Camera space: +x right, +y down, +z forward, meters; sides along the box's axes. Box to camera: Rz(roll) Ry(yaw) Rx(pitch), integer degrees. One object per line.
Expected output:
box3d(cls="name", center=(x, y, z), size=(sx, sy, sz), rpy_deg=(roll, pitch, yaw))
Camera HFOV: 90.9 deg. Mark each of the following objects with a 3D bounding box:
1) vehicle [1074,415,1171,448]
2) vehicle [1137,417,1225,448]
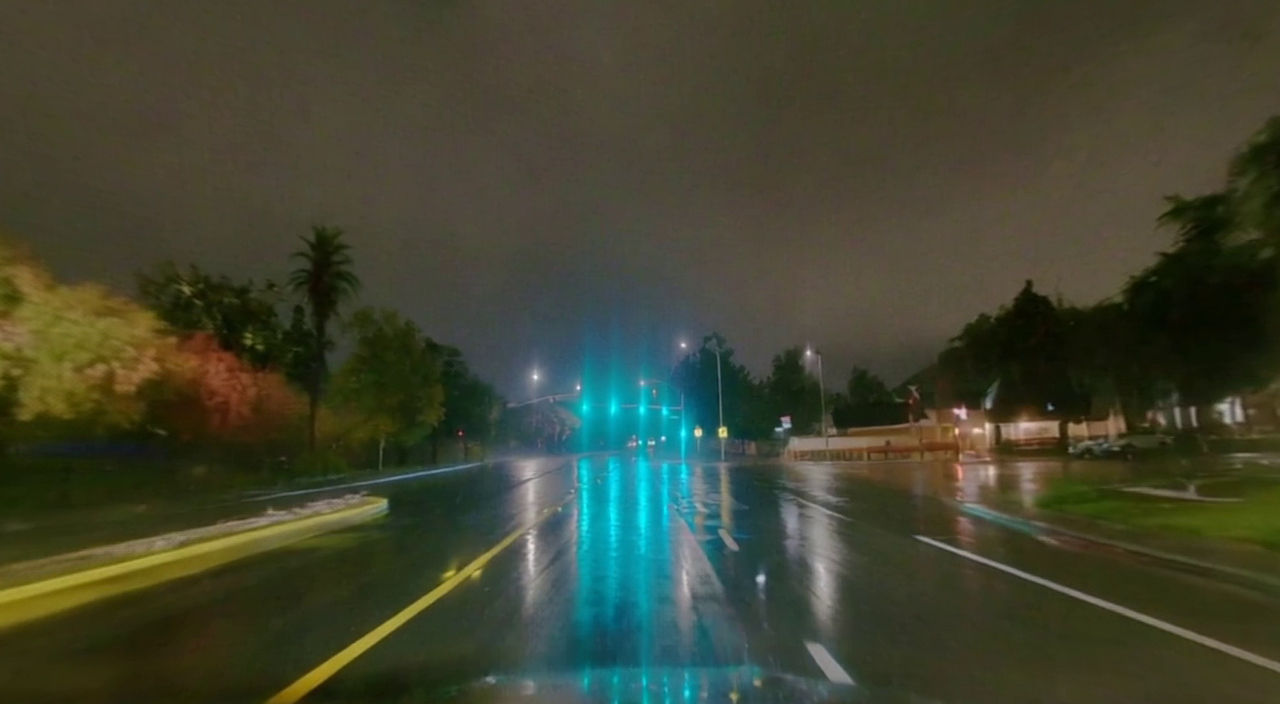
box3d(cls="vehicle", center=(28.638, 4.795, 37.640), size=(2.041, 1.826, 4.925), rpy_deg=(-1, -8, 3))
box3d(cls="vehicle", center=(31.246, 4.700, 36.583), size=(1.928, 1.622, 3.895), rpy_deg=(-2, -8, 8))
